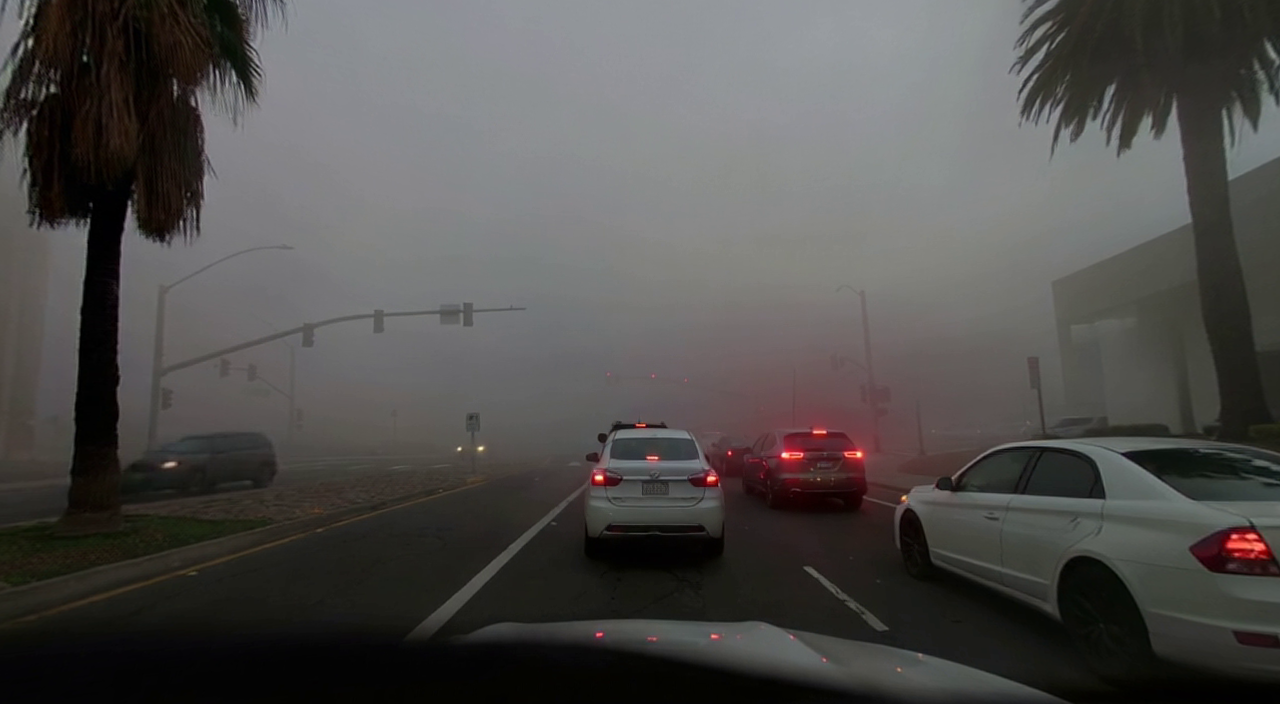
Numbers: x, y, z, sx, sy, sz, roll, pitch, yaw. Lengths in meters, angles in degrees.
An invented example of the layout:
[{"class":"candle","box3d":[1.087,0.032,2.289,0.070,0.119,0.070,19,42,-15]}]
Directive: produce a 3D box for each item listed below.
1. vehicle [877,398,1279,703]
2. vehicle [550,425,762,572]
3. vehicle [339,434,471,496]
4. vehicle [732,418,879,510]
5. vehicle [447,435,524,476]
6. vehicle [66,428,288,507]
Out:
[{"class":"vehicle","box3d":[3.535,1.223,4.477,1.910,1.490,4.661,0,-8,0]},{"class":"vehicle","box3d":[0.174,1.786,8.463,2.140,1.474,4.026,0,-8,0]},{"class":"vehicle","box3d":[-6.256,3.045,17.386,1.900,1.487,4.165,0,-8,2]},{"class":"vehicle","box3d":[3.495,2.463,14.303,2.169,1.751,4.276,0,-8,0]},{"class":"vehicle","box3d":[-6.043,4.096,25.215,1.822,1.456,4.396,-1,-8,2]},{"class":"vehicle","box3d":[-11.271,2.833,15.910,2.034,1.680,4.543,0,-8,2]}]
